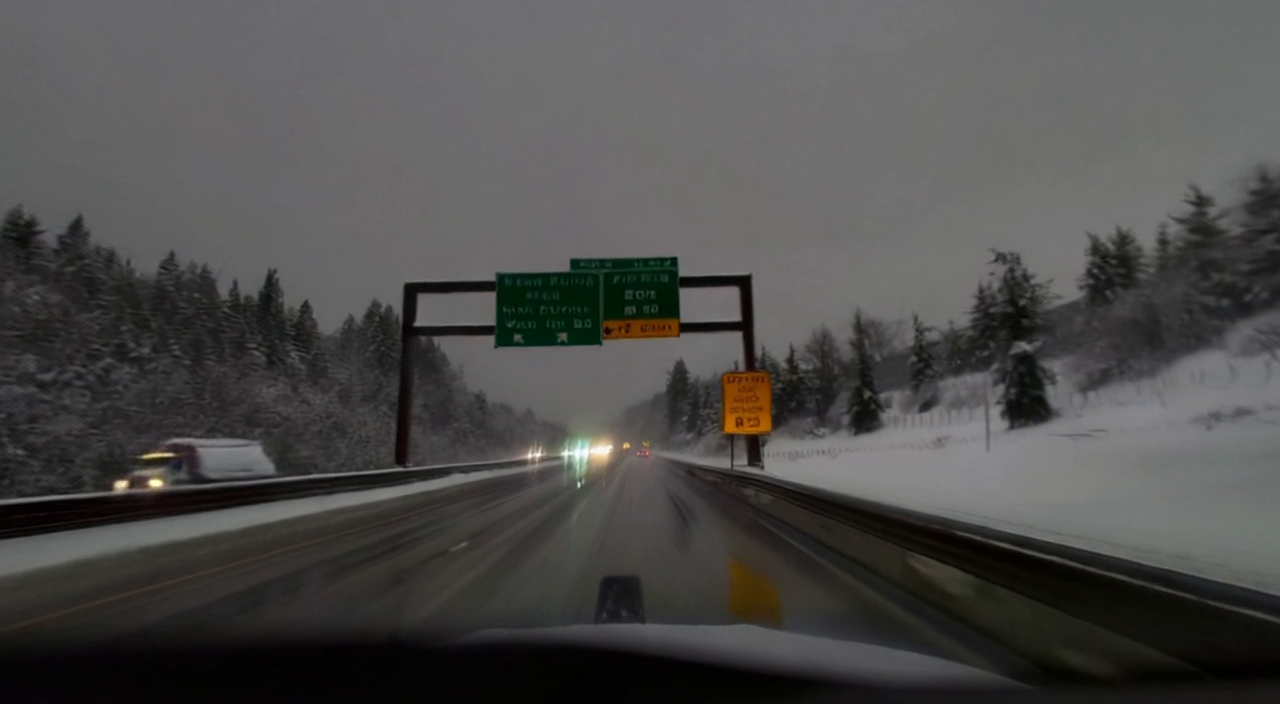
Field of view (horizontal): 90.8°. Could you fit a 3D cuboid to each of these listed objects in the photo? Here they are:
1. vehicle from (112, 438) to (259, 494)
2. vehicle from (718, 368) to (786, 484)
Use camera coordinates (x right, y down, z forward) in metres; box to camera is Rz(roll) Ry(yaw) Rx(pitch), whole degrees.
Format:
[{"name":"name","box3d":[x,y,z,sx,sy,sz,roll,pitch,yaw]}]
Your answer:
[{"name":"vehicle","box3d":[-22.754,5.700,32.133,2.341,2.516,6.817,0,-9,0]},{"name":"vehicle","box3d":[4.109,2.859,23.857,1.697,3.935,4.195,-2,-9,1]}]
